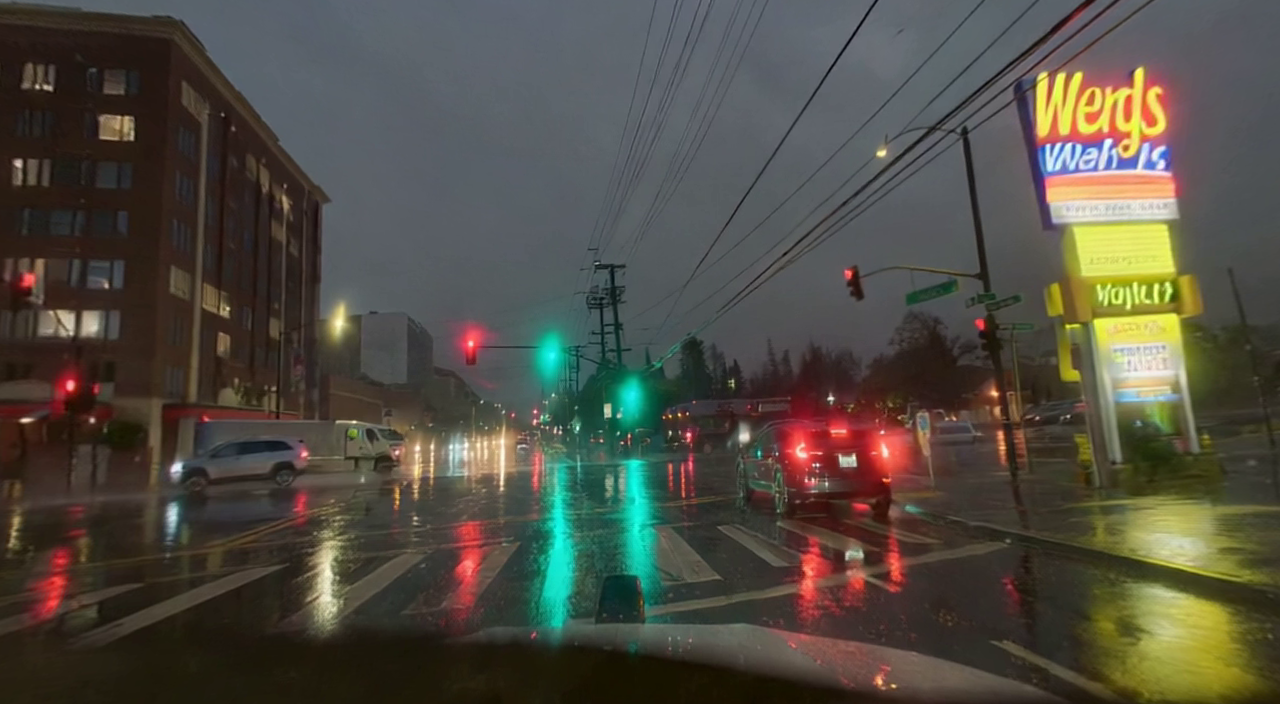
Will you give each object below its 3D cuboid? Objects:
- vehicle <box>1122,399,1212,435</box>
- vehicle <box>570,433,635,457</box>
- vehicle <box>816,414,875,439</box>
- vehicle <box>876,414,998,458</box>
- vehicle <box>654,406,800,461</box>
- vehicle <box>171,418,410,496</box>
[{"bbox_3d":[27.632,3.479,33.084,4.637,1.723,1.911,4,-10,-29],"label":"vehicle"},{"bbox_3d":[-2.769,6.828,46.351,4.591,1.686,1.816,1,-9,-11],"label":"vehicle"},{"bbox_3d":[16.112,5.835,49.458,4.589,1.730,1.801,6,-8,-31],"label":"vehicle"},{"bbox_3d":[11.175,3.170,23.715,4.499,1.524,1.784,4,-10,-29],"label":"vehicle"},{"bbox_3d":[3.570,3.349,25.707,5.588,1.985,2.374,5,-10,-31],"label":"vehicle"},{"bbox_3d":[-9.804,2.972,18.175,5.603,1.938,2.081,5,-10,-30],"label":"vehicle"}]
